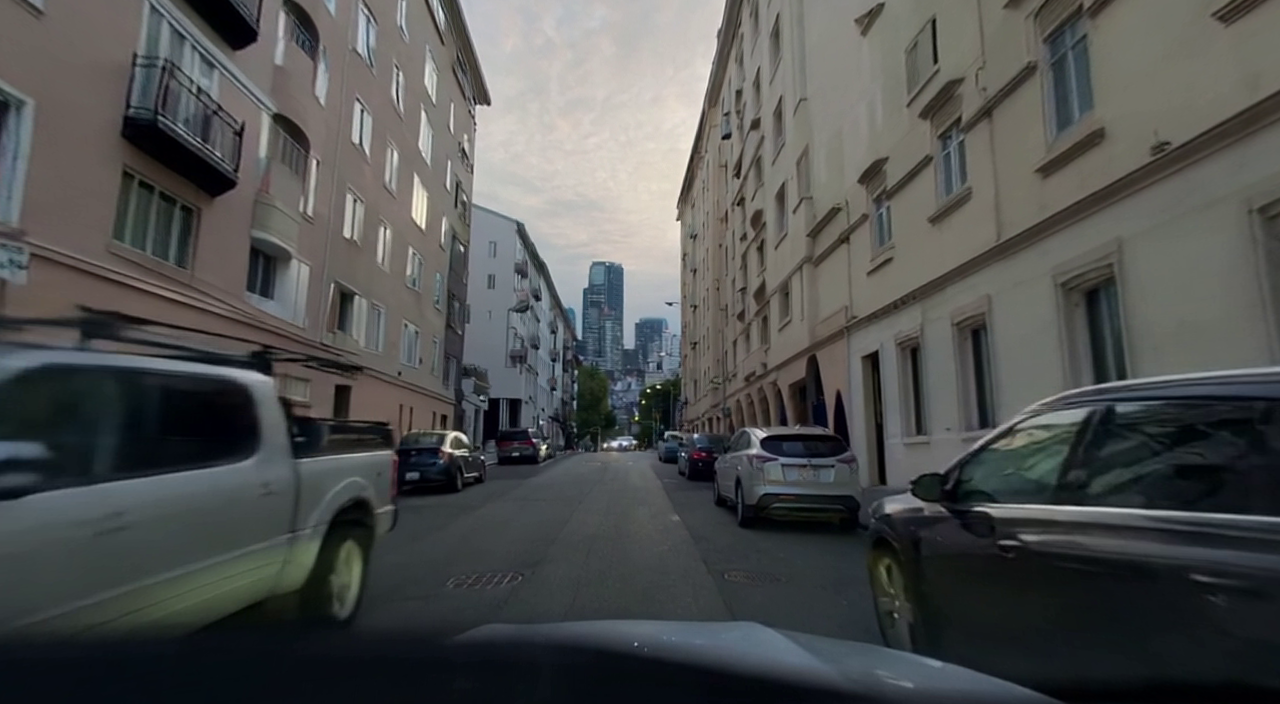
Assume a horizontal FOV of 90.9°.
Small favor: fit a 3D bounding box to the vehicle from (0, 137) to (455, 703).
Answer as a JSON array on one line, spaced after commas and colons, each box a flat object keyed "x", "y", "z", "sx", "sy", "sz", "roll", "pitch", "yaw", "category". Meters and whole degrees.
[{"x": -2.850, "y": 0.619, "z": 2.912, "sx": 2.195, "sy": 2.103, "sz": 5.420, "roll": 0, "pitch": -8, "yaw": 1, "category": "vehicle"}]

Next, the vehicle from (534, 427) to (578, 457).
[{"x": -4.769, "y": 5.224, "z": 36.285, "sx": 1.872, "sy": 1.484, "sz": 3.978, "roll": 5, "pitch": -9, "yaw": 1, "category": "vehicle"}]

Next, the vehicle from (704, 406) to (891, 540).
[{"x": 2.203, "y": 1.799, "z": 9.996, "sx": 1.839, "sy": 1.678, "sz": 3.918, "roll": 0, "pitch": -8, "yaw": -2, "category": "vehicle"}]

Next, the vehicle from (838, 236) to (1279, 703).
[{"x": 2.249, "y": 0.739, "z": 2.066, "sx": 1.897, "sy": 1.717, "sz": 4.028, "roll": 0, "pitch": -8, "yaw": 0, "category": "vehicle"}]

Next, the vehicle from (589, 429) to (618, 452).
[{"x": -2.530, "y": 6.250, "z": 44.444, "sx": 1.845, "sy": 1.544, "sz": 3.388, "roll": 0, "pitch": -8, "yaw": -1, "category": "vehicle"}]
